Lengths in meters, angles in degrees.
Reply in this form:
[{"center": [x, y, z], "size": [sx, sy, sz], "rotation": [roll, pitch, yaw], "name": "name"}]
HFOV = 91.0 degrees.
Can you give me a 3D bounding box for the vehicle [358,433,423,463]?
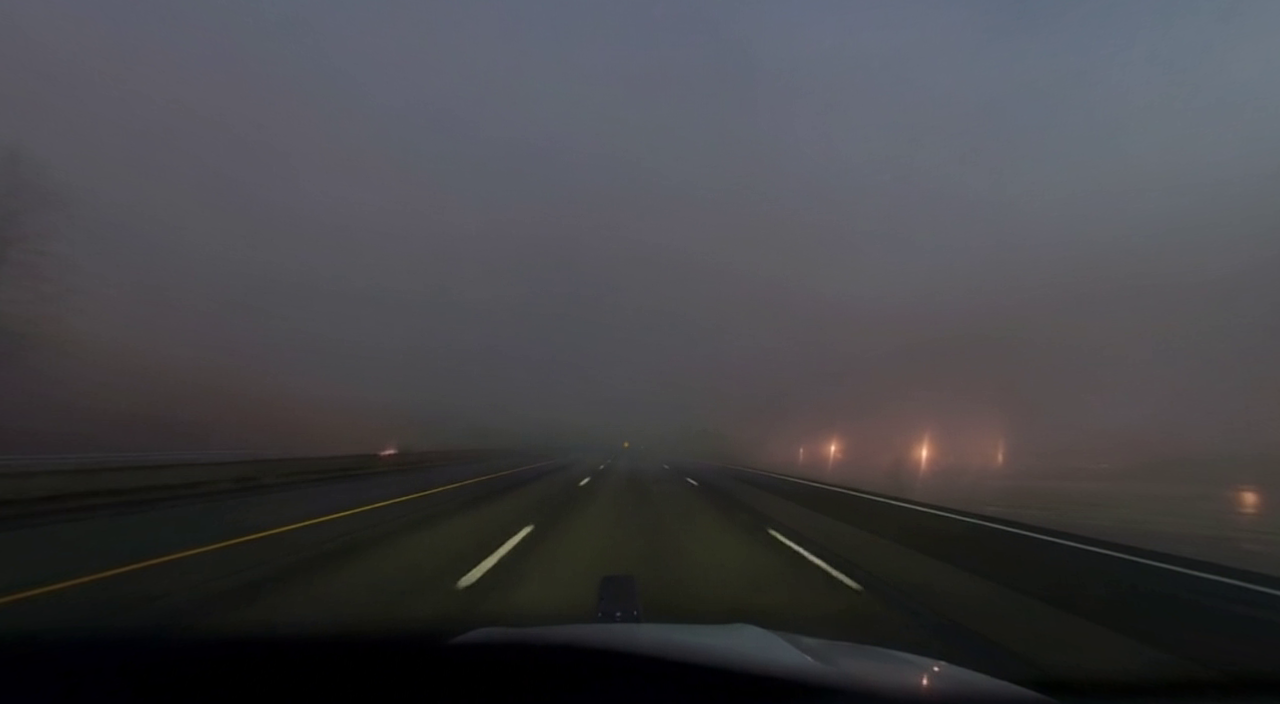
[{"center": [-13.897, 5.375, 35.314], "size": [1.992, 1.579, 4.371], "rotation": [0, -8, -2], "name": "vehicle"}]
